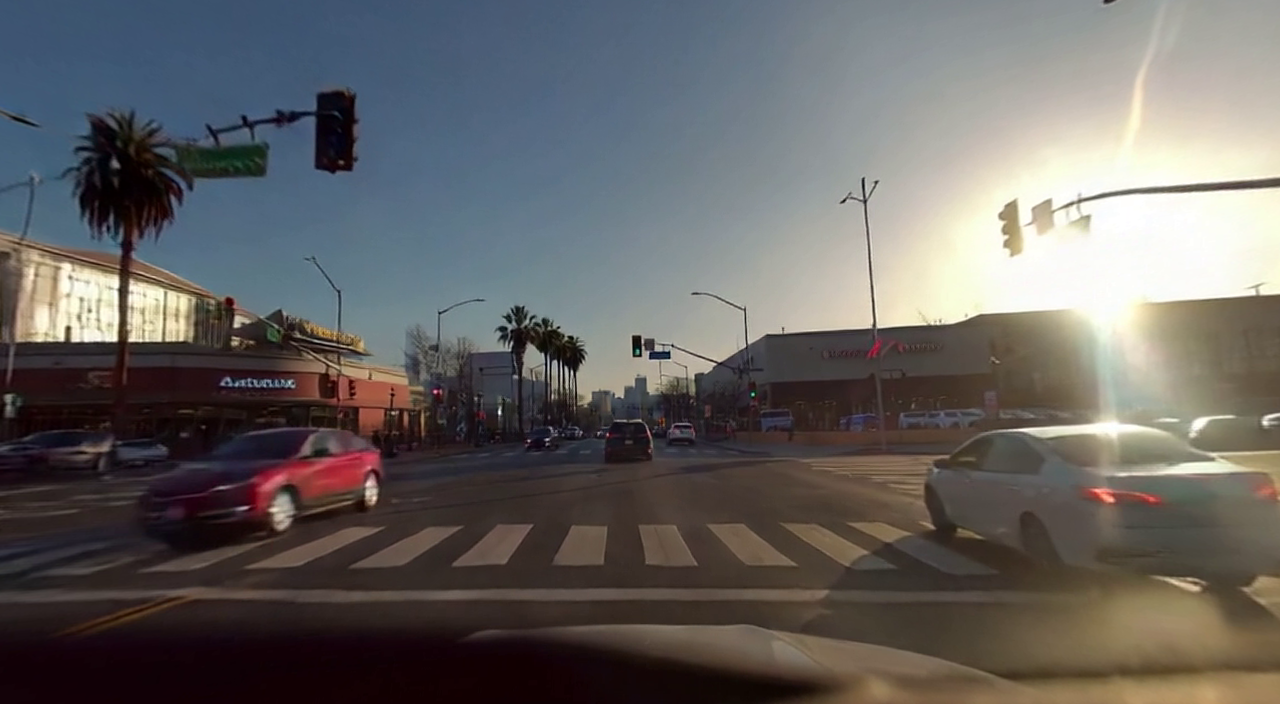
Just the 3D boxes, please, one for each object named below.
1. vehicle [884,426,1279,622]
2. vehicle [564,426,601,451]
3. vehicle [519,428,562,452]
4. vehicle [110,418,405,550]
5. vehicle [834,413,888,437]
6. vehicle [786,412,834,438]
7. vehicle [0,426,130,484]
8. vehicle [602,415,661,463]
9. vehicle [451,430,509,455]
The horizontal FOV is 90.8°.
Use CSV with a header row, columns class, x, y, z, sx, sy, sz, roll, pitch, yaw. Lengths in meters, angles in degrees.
class,x,y,z,sx,sy,sz,roll,pitch,yaw
vehicle,4.559,1.635,7.114,1.963,1.449,4.653,-1,-8,3
vehicle,-3.592,5.544,40.189,1.921,1.491,4.332,0,-8,1
vehicle,-6.561,5.883,42.235,2.032,1.508,4.661,0,-8,1
vehicle,-5.777,2.033,10.441,2.040,1.670,4.508,0,-8,0
vehicle,14.134,4.732,40.645,1.797,1.443,4.451,-1,-7,-1
vehicle,11.419,5.001,42.718,1.899,1.550,4.531,-1,-9,-1
vehicle,-20.881,3.462,21.308,5.674,1.804,2.190,-1,-8,5
vehicle,-0.369,3.668,26.473,2.264,1.798,4.531,0,-8,-1
vehicle,-9.933,5.710,39.686,2.002,1.470,4.388,-1,-9,8
